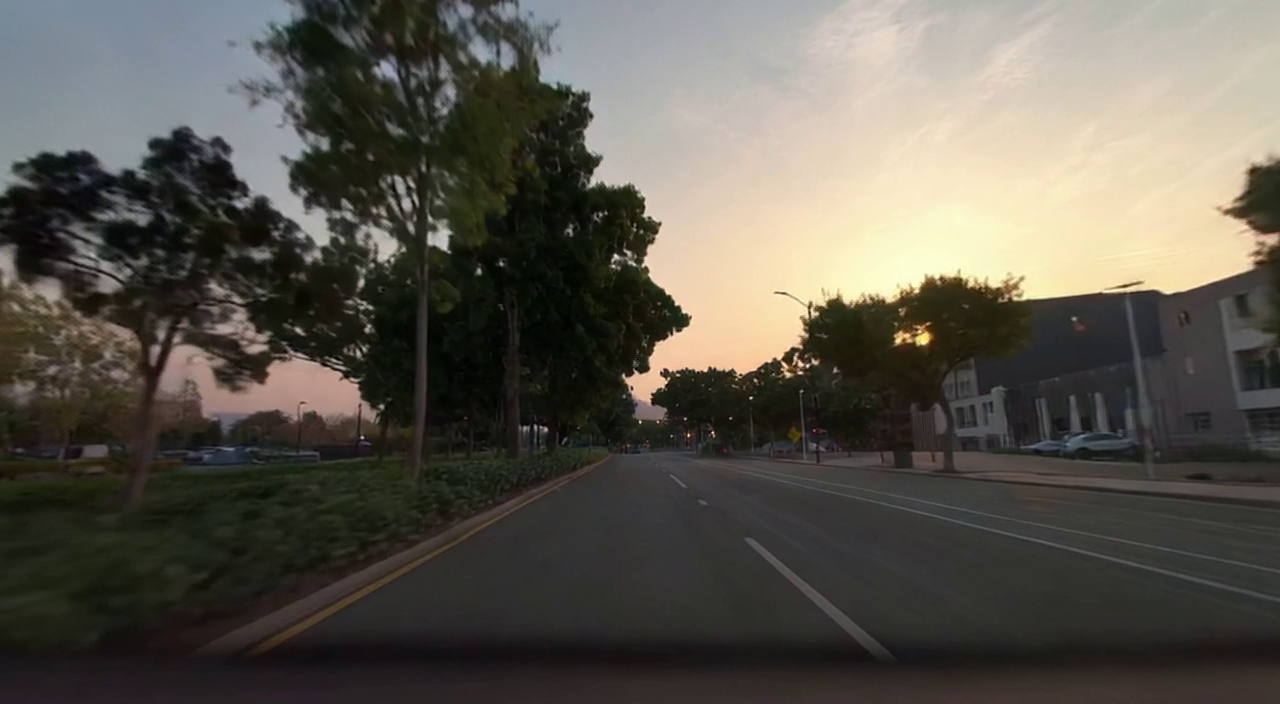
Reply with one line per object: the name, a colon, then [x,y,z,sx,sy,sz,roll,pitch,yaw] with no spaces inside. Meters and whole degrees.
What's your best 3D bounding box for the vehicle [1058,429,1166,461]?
vehicle: [29.224,5.804,39.245,4.924,1.901,2.095,0,-9,0]
